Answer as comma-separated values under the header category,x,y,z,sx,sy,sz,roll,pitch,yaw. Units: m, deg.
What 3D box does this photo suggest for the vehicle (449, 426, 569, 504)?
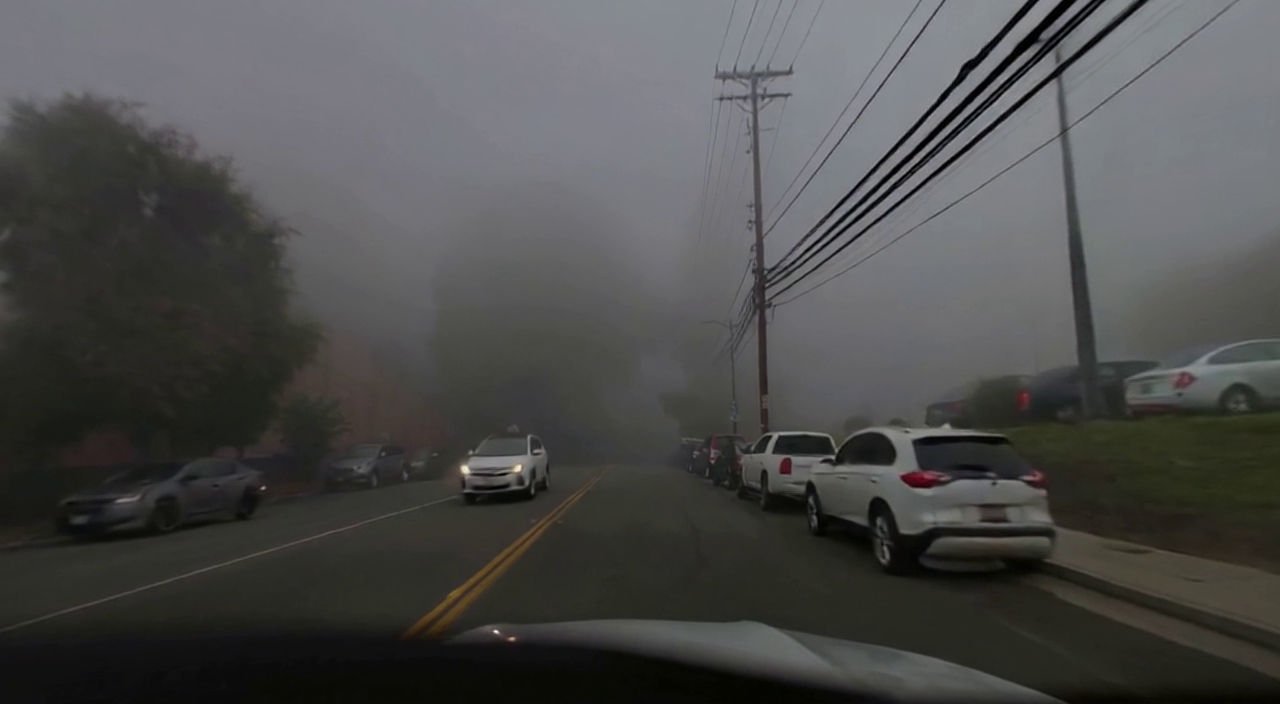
category,x,y,z,sx,sy,sz,roll,pitch,yaw
vehicle,-3.191,2.842,16.408,2.103,1.721,4.473,0,-8,1

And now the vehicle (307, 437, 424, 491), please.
category,x,y,z,sx,sy,sz,roll,pitch,yaw
vehicle,-11.400,4.656,26.780,2.322,2.037,5.030,-1,-8,6

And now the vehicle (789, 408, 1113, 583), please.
category,x,y,z,sx,sy,sz,roll,pitch,yaw
vehicle,3.468,1.669,8.245,1.936,1.641,4.434,0,-8,0

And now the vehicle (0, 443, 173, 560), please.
category,x,y,z,sx,sy,sz,roll,pitch,yaw
vehicle,-9.939,2.250,9.435,4.386,1.511,1.947,0,-7,-22

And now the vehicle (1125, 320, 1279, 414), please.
category,x,y,z,sx,sy,sz,roll,pitch,yaw
vehicle,11.462,0.282,11.322,3.857,1.457,1.950,-2,-7,0
